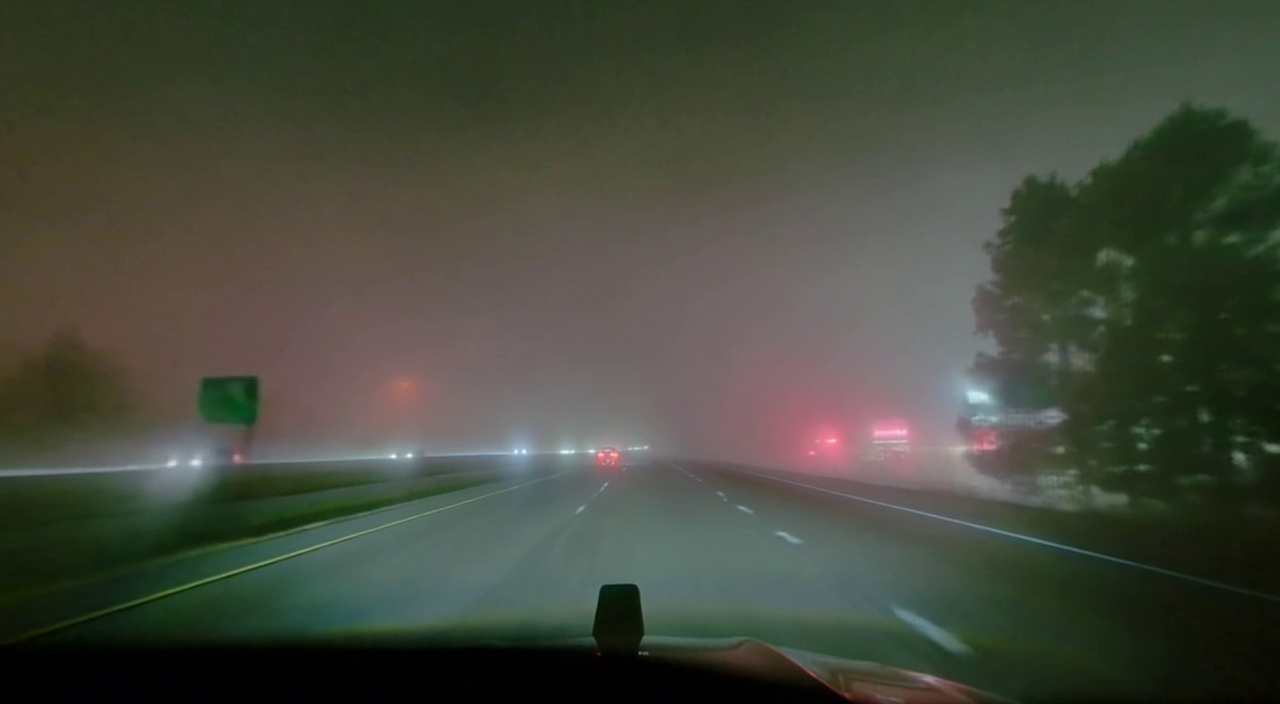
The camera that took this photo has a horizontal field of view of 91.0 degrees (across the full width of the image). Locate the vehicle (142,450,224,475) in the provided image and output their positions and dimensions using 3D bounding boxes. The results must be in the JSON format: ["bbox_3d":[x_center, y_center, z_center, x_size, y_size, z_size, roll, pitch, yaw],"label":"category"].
[{"bbox_3d":[-30.483,7.349,42.204,1.908,1.561,4.572,-1,-9,2],"label":"vehicle"}]
